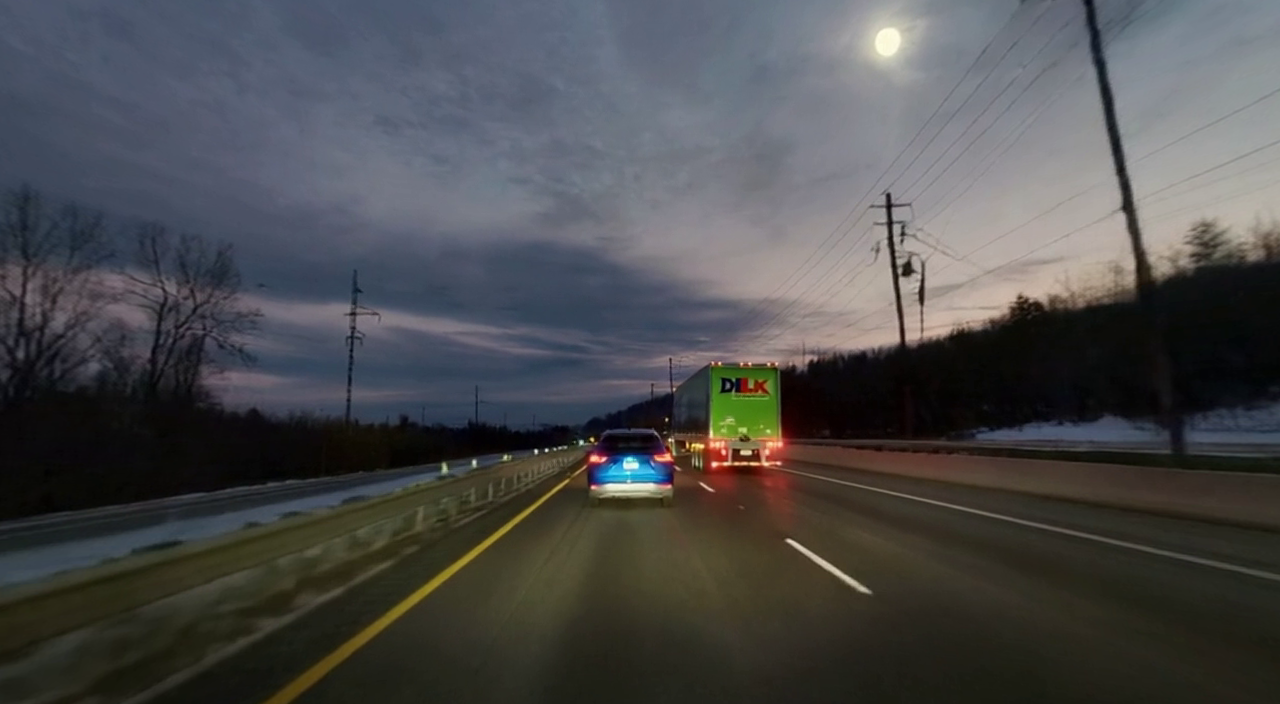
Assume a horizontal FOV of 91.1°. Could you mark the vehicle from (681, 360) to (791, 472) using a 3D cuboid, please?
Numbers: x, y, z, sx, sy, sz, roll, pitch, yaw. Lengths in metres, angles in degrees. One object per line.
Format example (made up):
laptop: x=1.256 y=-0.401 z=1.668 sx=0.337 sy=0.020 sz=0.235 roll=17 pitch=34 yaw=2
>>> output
vehicle: x=3.606 y=2.818 z=26.306 sx=2.835 sy=3.872 sz=8.916 roll=0 pitch=-8 yaw=-2

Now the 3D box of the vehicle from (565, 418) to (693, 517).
vehicle: x=-0.211 y=2.128 z=12.130 sx=2.062 sy=1.581 sz=3.914 roll=0 pitch=-8 yaw=-1
